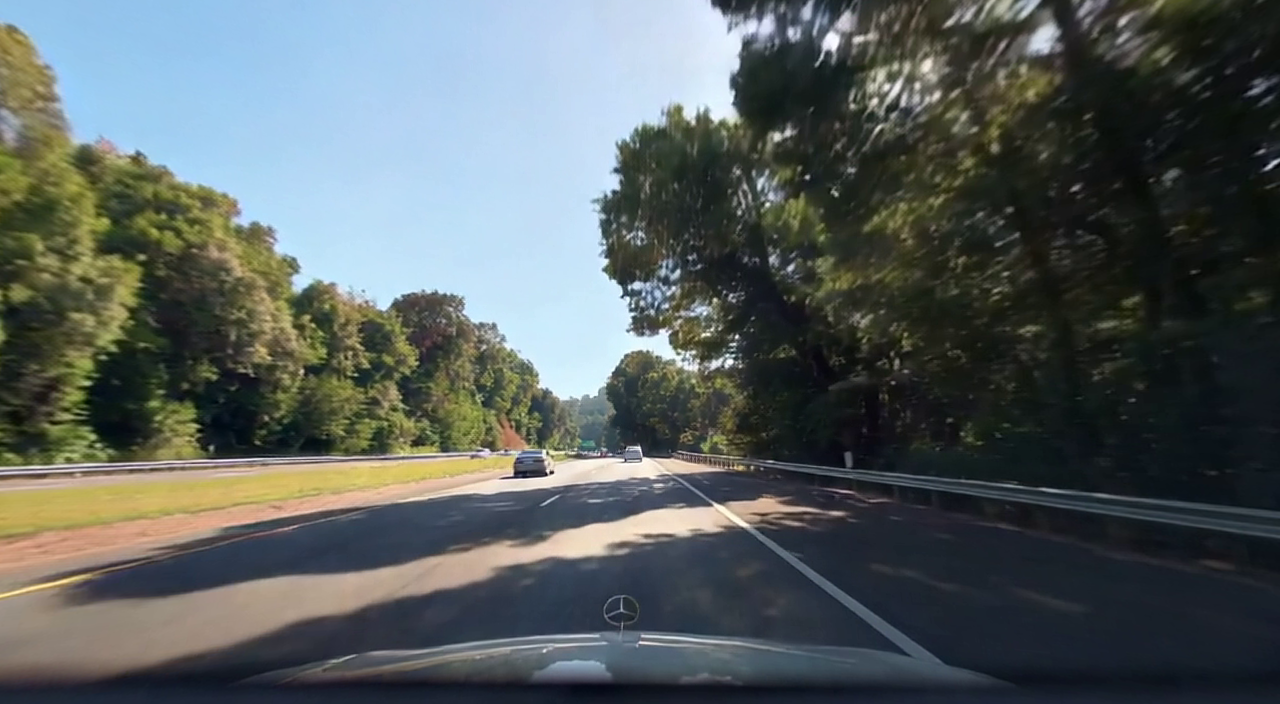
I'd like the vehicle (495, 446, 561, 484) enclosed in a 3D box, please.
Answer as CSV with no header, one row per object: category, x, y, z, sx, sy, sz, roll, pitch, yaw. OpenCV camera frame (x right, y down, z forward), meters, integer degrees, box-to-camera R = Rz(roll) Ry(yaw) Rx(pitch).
vehicle,-4.712,4.798,27.223,2.052,1.468,4.390,0,-8,0

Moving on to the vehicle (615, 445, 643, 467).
vehicle,-0.888,8.026,48.690,2.070,1.603,4.806,0,-9,-2
